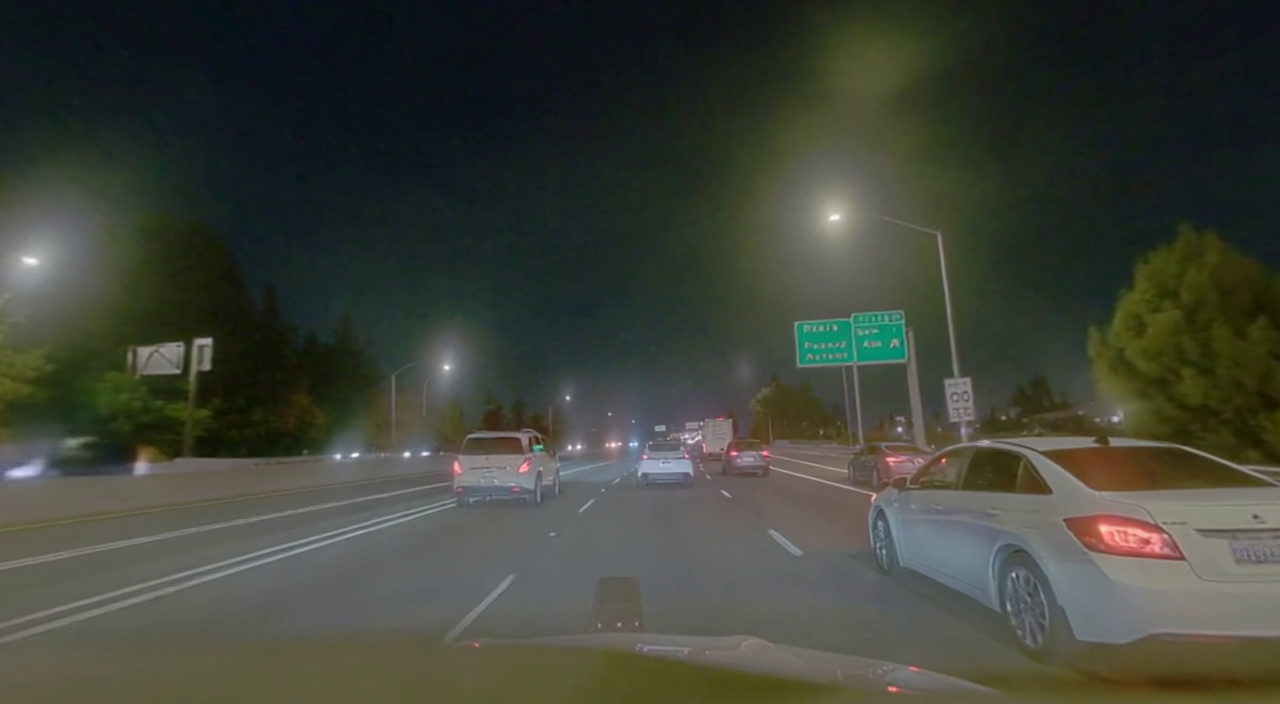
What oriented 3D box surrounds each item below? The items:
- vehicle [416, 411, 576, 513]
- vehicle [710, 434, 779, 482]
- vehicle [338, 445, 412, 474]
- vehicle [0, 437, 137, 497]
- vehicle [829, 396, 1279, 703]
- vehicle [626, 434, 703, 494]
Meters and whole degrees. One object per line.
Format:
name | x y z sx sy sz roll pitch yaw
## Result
vehicle | -3.094 2.565 15.057 2.434 1.965 5.305 0 -9 1
vehicle | 3.980 4.107 24.656 2.076 1.684 4.241 0 -9 2
vehicle | -14.841 6.030 35.537 1.881 1.502 4.680 -1 -9 3
vehicle | -19.009 3.609 20.079 1.993 1.680 4.505 0 -9 3
vehicle | 3.029 1.241 4.385 2.009 1.489 4.559 0 -9 0
vehicle | 0.713 3.320 18.938 2.074 1.614 3.803 0 -9 2
